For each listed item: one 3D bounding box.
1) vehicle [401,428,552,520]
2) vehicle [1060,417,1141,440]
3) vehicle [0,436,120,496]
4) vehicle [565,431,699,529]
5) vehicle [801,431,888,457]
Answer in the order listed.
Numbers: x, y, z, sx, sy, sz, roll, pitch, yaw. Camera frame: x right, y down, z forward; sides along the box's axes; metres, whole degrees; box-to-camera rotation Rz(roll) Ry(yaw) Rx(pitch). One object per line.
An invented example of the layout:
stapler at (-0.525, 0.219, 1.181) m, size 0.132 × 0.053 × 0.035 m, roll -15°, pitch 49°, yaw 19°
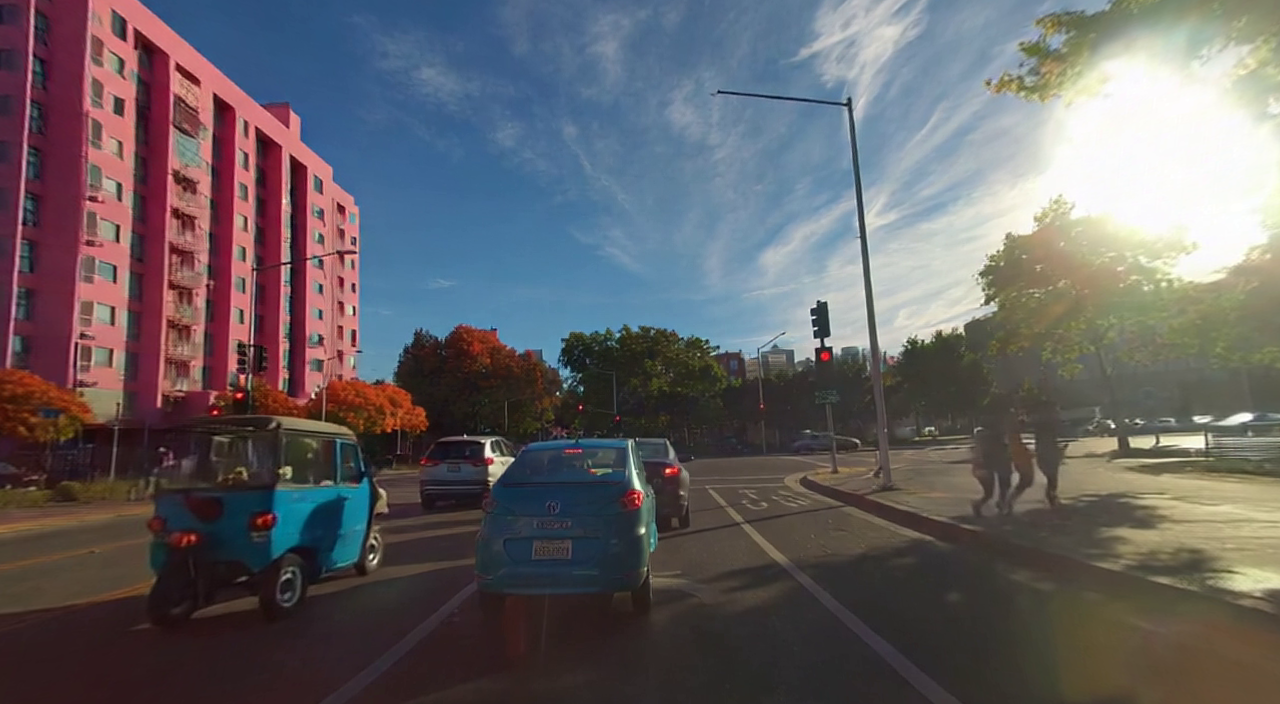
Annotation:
vehicle at (-3.224, 2.502, 13.385) m, size 1.935 × 1.615 × 4.073 m, roll -1°, pitch -9°, yaw 3°
vehicle at (30.785, 5.153, 42.199) m, size 1.751 × 1.420 × 4.027 m, roll 8°, pitch -12°, yaw -42°
vehicle at (-28.946, 5.539, 30.367) m, size 5.890 × 2.393 × 2.346 m, roll -5°, pitch -7°, yaw 1°
vehicle at (-0.089, 2.253, 11.629) m, size 2.025 × 1.458 × 4.085 m, roll -1°, pitch -9°, yaw 1°
vehicle at (12.395, 5.640, 38.406) m, size 1.862 × 1.456 × 4.661 m, roll 8°, pitch -12°, yaw -44°
